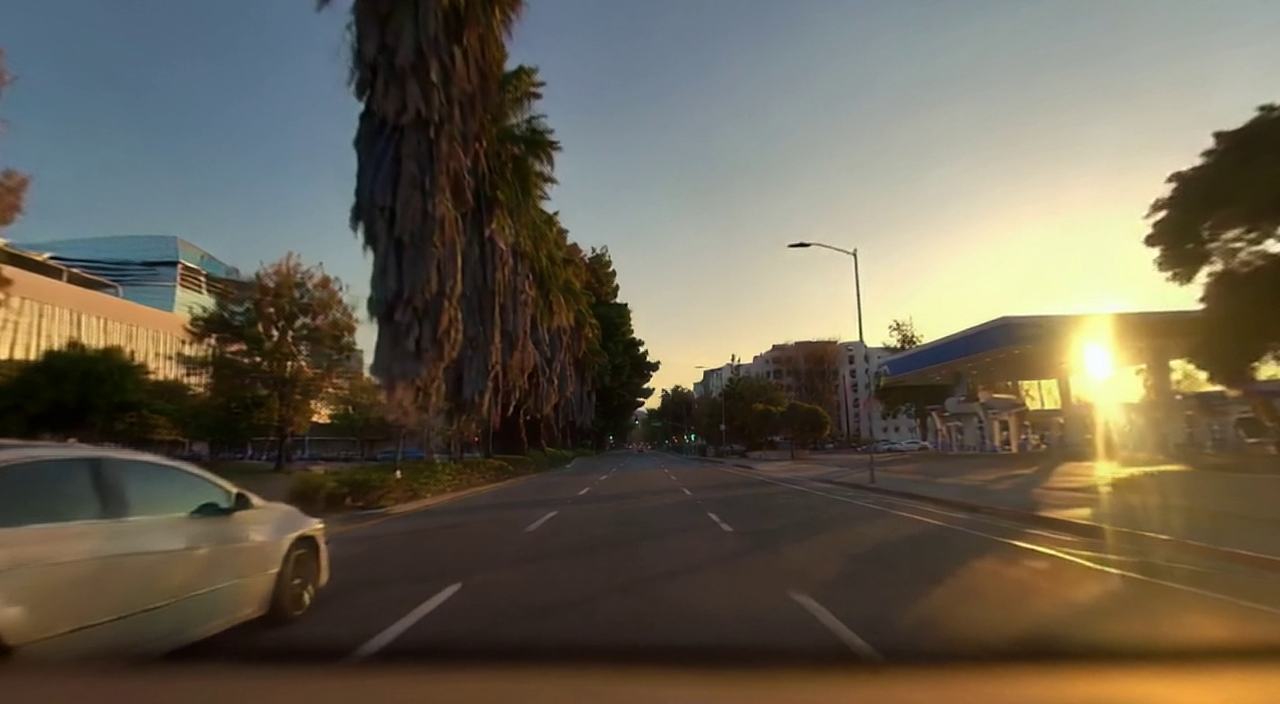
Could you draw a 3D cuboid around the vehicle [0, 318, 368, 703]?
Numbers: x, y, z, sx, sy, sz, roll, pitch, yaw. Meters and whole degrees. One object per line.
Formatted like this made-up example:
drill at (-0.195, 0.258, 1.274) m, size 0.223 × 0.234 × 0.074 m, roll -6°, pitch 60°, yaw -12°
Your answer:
vehicle at (-3.336, 0.872, 3.015) m, size 2.011 × 1.756 × 4.478 m, roll 0°, pitch -9°, yaw 0°
